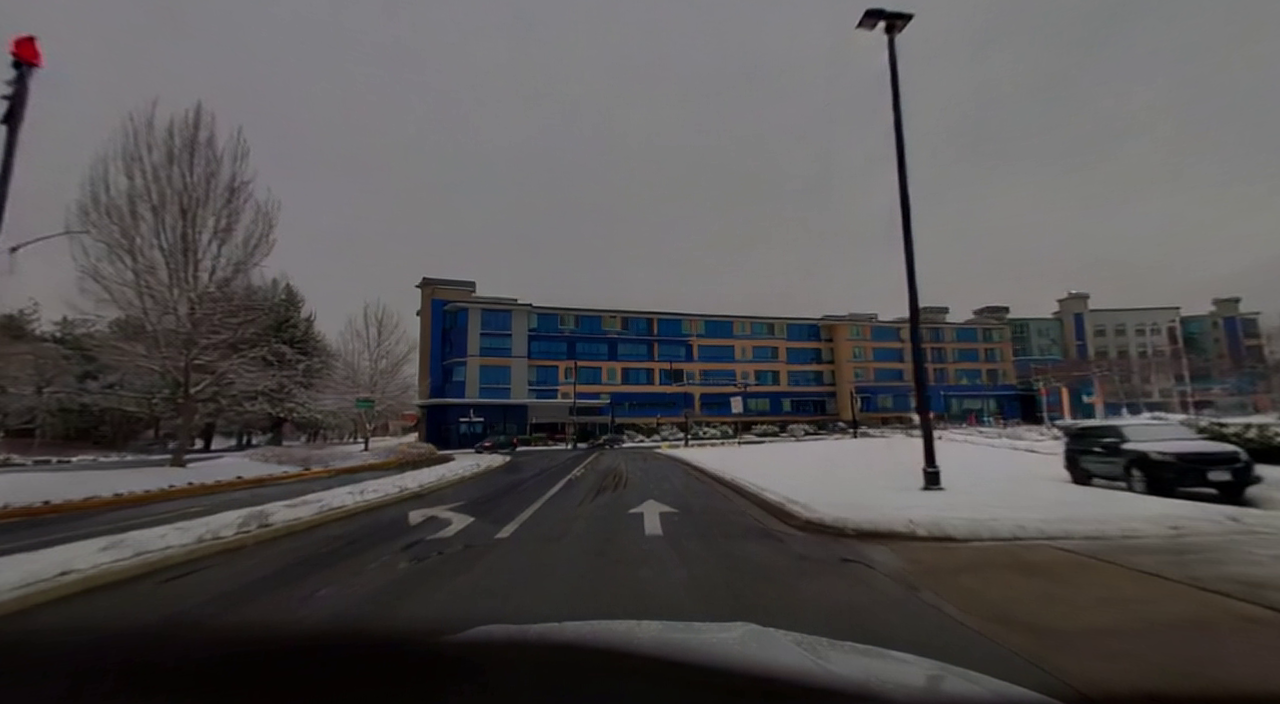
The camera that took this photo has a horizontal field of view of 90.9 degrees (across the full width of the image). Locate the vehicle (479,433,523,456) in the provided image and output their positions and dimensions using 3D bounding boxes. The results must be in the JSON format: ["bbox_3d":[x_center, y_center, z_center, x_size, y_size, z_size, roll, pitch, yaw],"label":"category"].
[{"bbox_3d":[-9.275,6.187,42.271,1.919,1.484,3.879,-1,-8,3],"label":"vehicle"}]

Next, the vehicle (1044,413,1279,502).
[{"bbox_3d":[10.242,2.070,12.702,1.769,1.516,3.520,0,-8,-1],"label":"vehicle"}]
